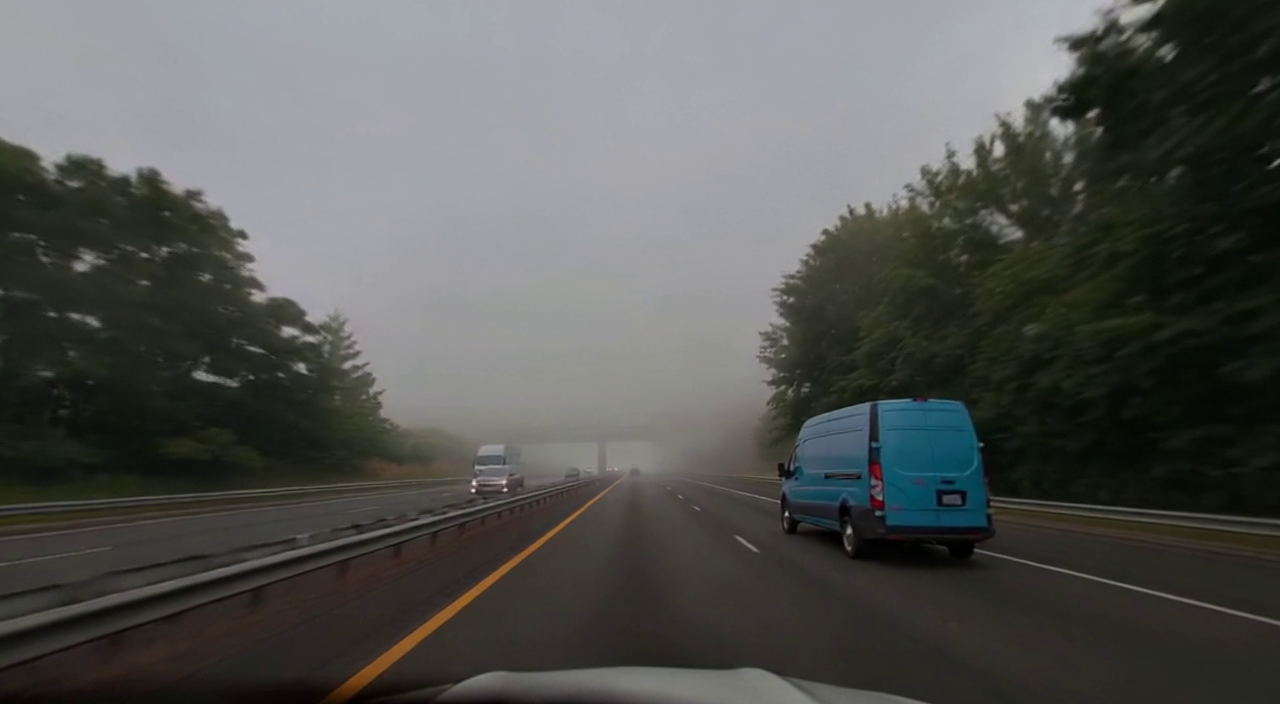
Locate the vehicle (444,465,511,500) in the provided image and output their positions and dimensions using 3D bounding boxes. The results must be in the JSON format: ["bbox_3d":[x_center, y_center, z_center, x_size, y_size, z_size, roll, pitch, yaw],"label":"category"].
[{"bbox_3d":[-7.571,6.135,29.747,1.907,1.494,4.554,1,-10,0],"label":"vehicle"}]

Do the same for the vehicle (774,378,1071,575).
[{"bbox_3d":[4.502,2.270,11.861,2.372,2.581,6.763,1,-10,-1],"label":"vehicle"}]

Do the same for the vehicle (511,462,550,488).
[{"bbox_3d":[-7.745,8.767,44.936,1.933,1.723,4.614,1,-10,0],"label":"vehicle"}]
